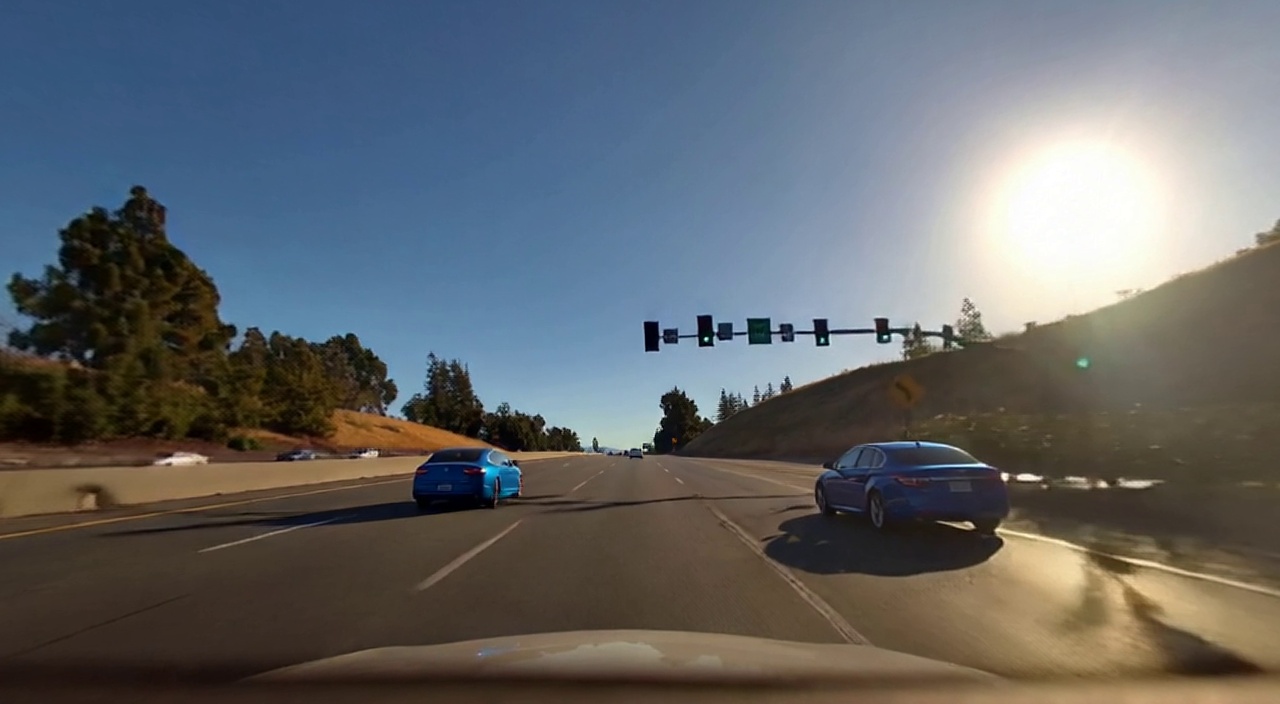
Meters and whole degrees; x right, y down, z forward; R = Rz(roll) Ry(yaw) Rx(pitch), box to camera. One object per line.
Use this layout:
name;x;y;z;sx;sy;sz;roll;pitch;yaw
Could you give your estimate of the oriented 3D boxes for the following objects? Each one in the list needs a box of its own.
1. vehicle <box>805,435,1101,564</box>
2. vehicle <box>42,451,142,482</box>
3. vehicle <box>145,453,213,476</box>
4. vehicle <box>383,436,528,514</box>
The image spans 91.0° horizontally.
vehicle;4.308;2.086;9.805;2.049;1.481;4.774;0;-9;-2
vehicle;-32.774;6.820;37.828;1.902;1.679;4.584;0;-9;0
vehicle;-36.353;8.828;49.755;1.917;1.643;4.546;0;-9;0
vehicle;-4.032;2.760;14.662;1.987;1.516;4.478;0;-9;1
